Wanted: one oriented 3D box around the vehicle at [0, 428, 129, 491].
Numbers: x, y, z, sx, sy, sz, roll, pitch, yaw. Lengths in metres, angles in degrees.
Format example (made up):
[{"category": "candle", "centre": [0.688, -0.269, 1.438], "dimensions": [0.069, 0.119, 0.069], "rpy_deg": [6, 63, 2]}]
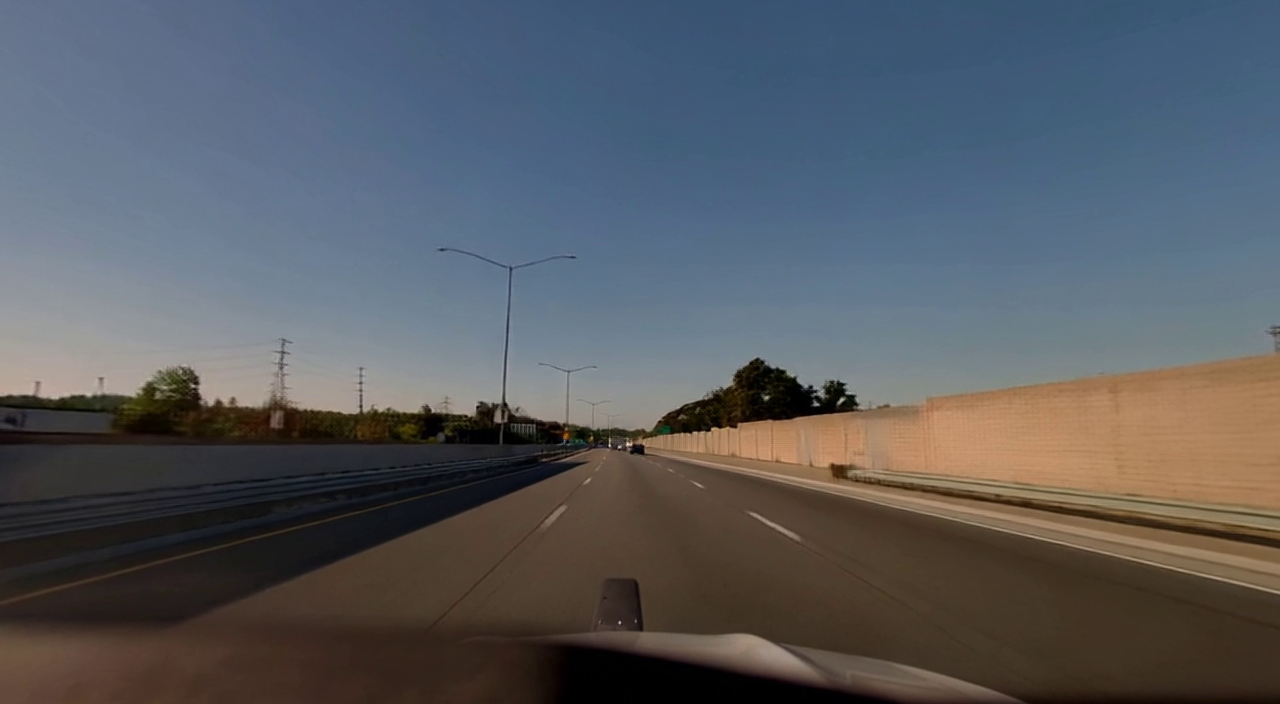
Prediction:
[{"category": "vehicle", "centre": [-17.198, 3.026, 17.744], "dimensions": [1.891, 1.576, 4.205], "rpy_deg": [0, -9, -1]}]
